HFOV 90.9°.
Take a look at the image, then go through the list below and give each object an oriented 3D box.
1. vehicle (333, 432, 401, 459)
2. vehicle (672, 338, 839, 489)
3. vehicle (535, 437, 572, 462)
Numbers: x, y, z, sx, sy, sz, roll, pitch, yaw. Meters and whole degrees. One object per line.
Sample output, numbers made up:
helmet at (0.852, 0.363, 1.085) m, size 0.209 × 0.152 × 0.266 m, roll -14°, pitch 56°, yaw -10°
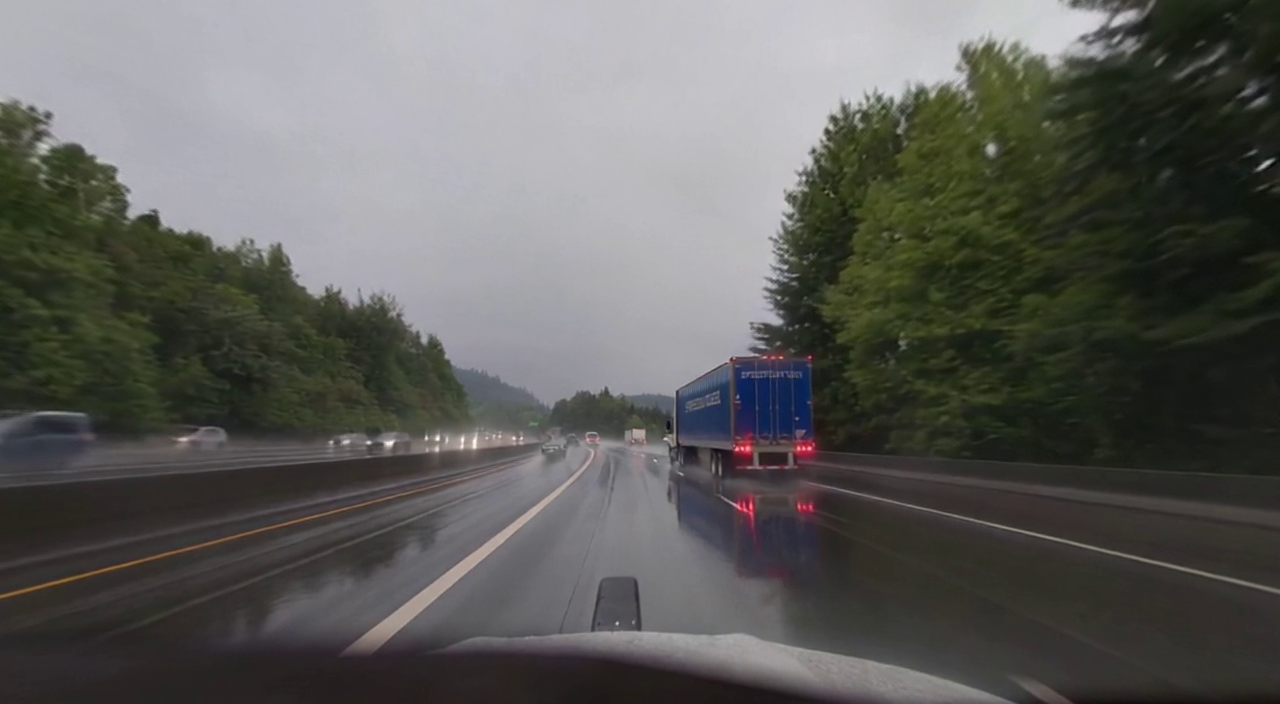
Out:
vehicle at (-15.730, 5.396, 36.554) m, size 2.057 × 1.490 × 4.673 m, roll 0°, pitch -8°, yaw -3°
vehicle at (3.487, 2.619, 24.184) m, size 2.910 × 4.051 × 14.278 m, roll 0°, pitch -8°, yaw -3°
vehicle at (-5.600, 6.348, 41.225) m, size 2.030 × 1.547 × 3.862 m, roll 0°, pitch -8°, yaw -3°
